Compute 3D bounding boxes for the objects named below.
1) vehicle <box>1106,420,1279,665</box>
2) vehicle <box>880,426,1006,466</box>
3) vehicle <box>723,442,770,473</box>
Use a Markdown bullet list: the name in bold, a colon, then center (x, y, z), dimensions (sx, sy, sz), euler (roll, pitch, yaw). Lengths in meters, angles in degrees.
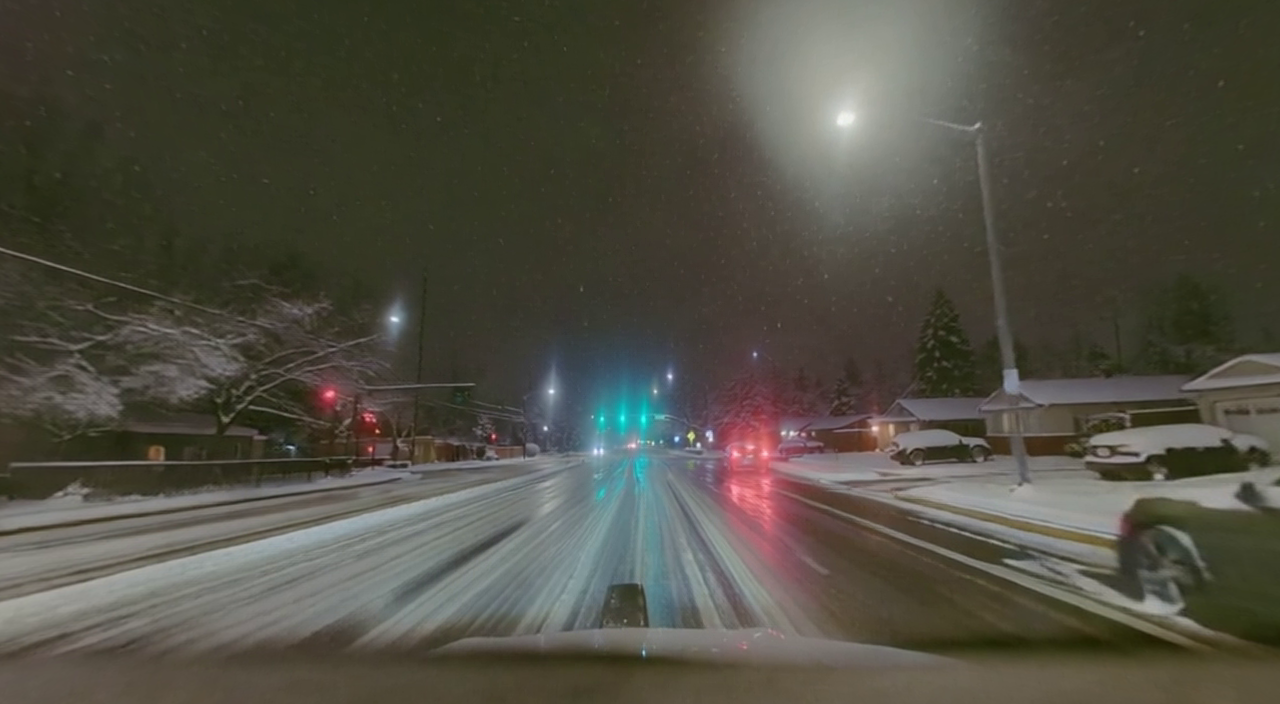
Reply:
- **vehicle**: center (5.052, 1.040, 2.936), dimensions (1.997, 1.521, 4.747), euler (0, -9, -2)
- **vehicle**: center (13.429, 4.208, 28.176), dimensions (4.474, 1.710, 2.148), euler (0, -9, 1)
- **vehicle**: center (5.786, 5.771, 34.714), dimensions (1.950, 1.567, 4.083), euler (0, -9, 1)
